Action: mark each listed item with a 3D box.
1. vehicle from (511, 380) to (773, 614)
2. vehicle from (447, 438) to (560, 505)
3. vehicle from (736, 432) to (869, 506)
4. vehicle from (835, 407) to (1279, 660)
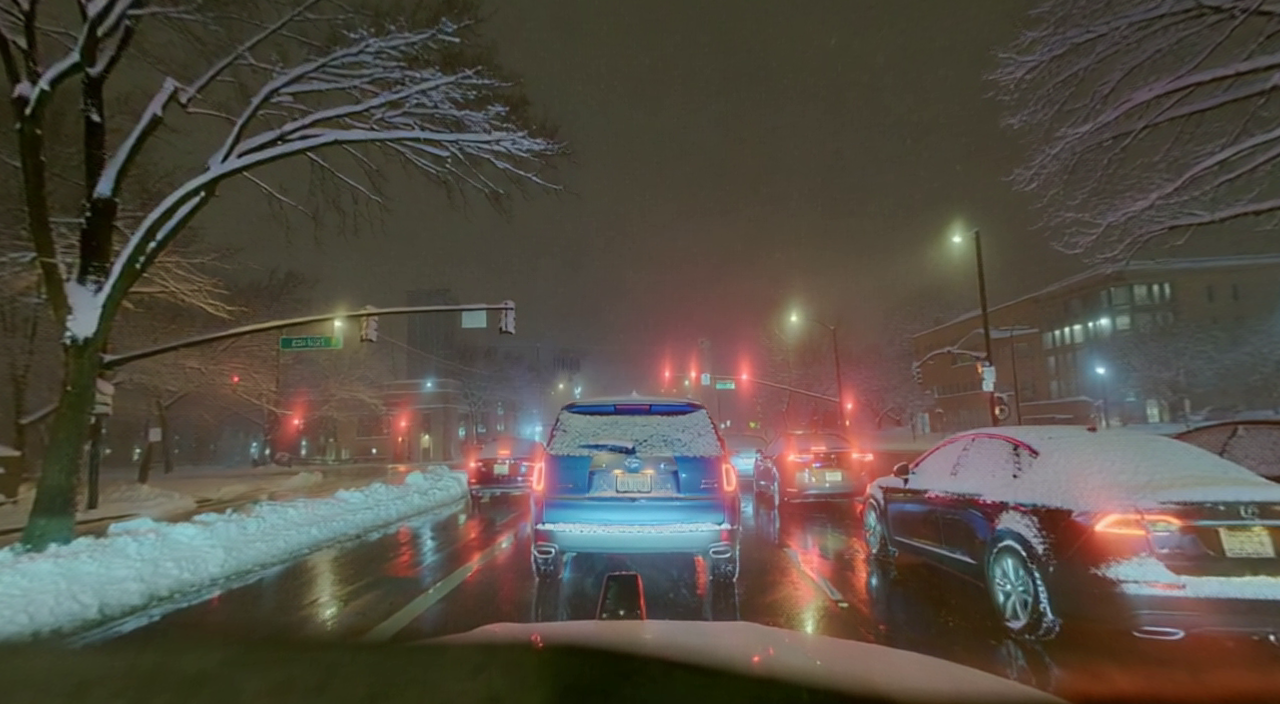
[{"bbox_3d":[-0.033,1.460,7.275,2.038,1.819,4.505,0,-8,-1],"label":"vehicle"},{"bbox_3d":[-3.307,2.982,16.227,1.913,1.464,4.276,0,-8,0],"label":"vehicle"},{"bbox_3d":[3.651,2.706,15.066,1.940,1.474,4.234,0,-8,-1],"label":"vehicle"},{"bbox_3d":[3.646,1.408,6.078,1.995,1.483,4.533,0,-8,-1],"label":"vehicle"}]
